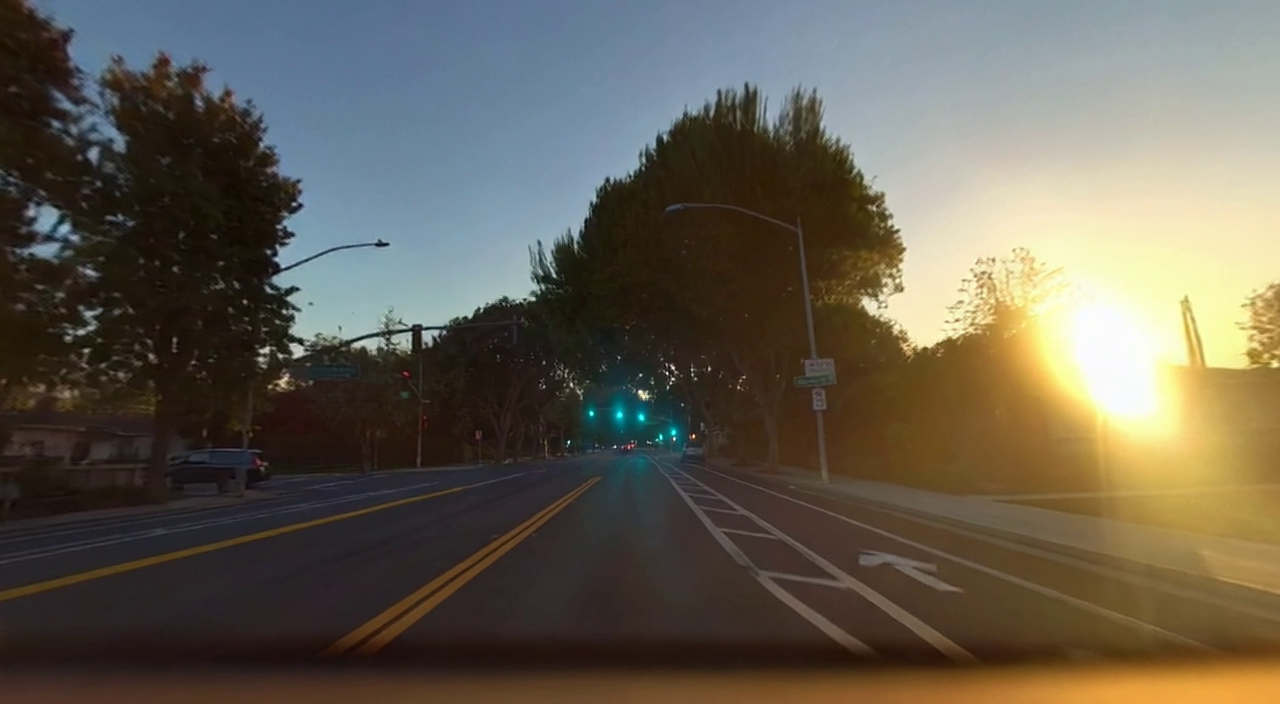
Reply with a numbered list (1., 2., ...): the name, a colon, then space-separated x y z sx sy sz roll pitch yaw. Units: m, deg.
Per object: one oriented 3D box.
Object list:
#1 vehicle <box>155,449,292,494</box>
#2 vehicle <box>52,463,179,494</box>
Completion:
1. vehicle: -21.913 6.285 33.322 5.841 1.902 2.244 -4 -9 4
2. vehicle: -27.752 6.712 33.499 4.696 1.518 2.224 0 -8 -2
